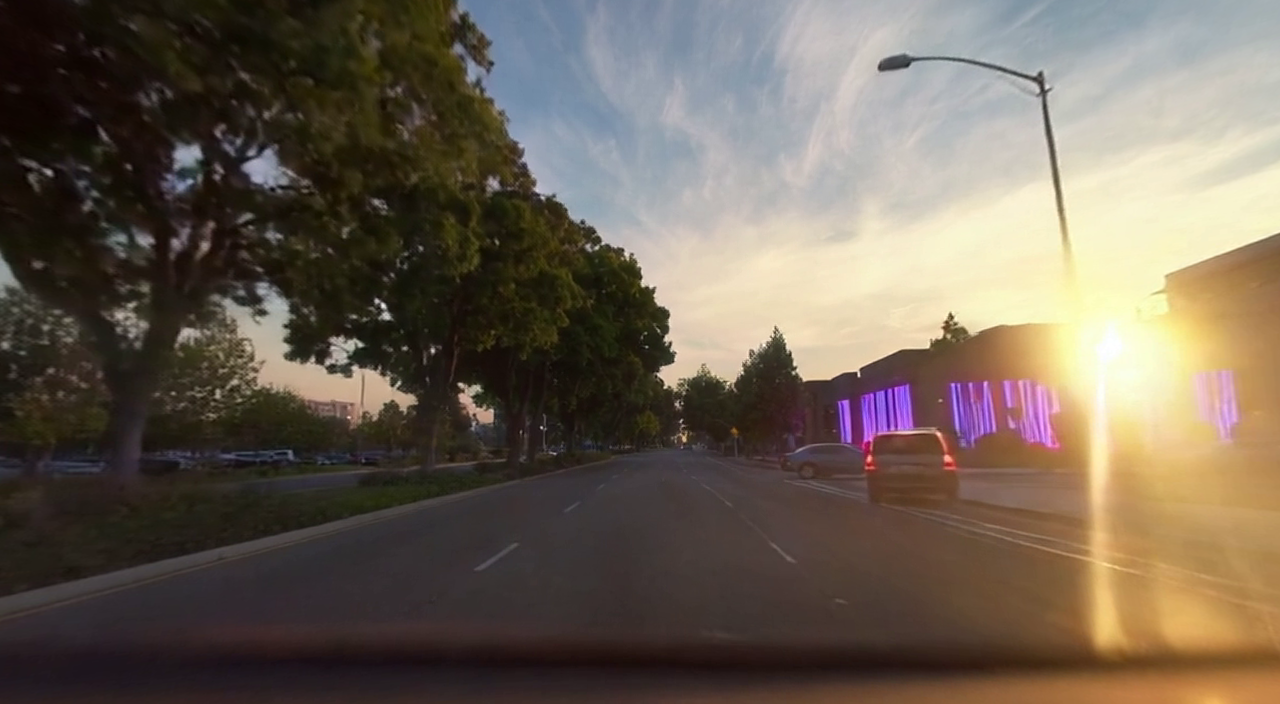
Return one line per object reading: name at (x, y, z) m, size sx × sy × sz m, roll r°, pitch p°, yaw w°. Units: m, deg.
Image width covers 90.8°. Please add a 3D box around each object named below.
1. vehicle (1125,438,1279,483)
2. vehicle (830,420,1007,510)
vehicle at (19.907, 3.709, 21.710) m, size 4.698 × 1.465 × 1.914 m, roll -1°, pitch -9°, yaw 6°
vehicle at (7.560, 2.935, 16.886) m, size 5.157 × 1.991 × 2.477 m, roll 8°, pitch -12°, yaw -44°
